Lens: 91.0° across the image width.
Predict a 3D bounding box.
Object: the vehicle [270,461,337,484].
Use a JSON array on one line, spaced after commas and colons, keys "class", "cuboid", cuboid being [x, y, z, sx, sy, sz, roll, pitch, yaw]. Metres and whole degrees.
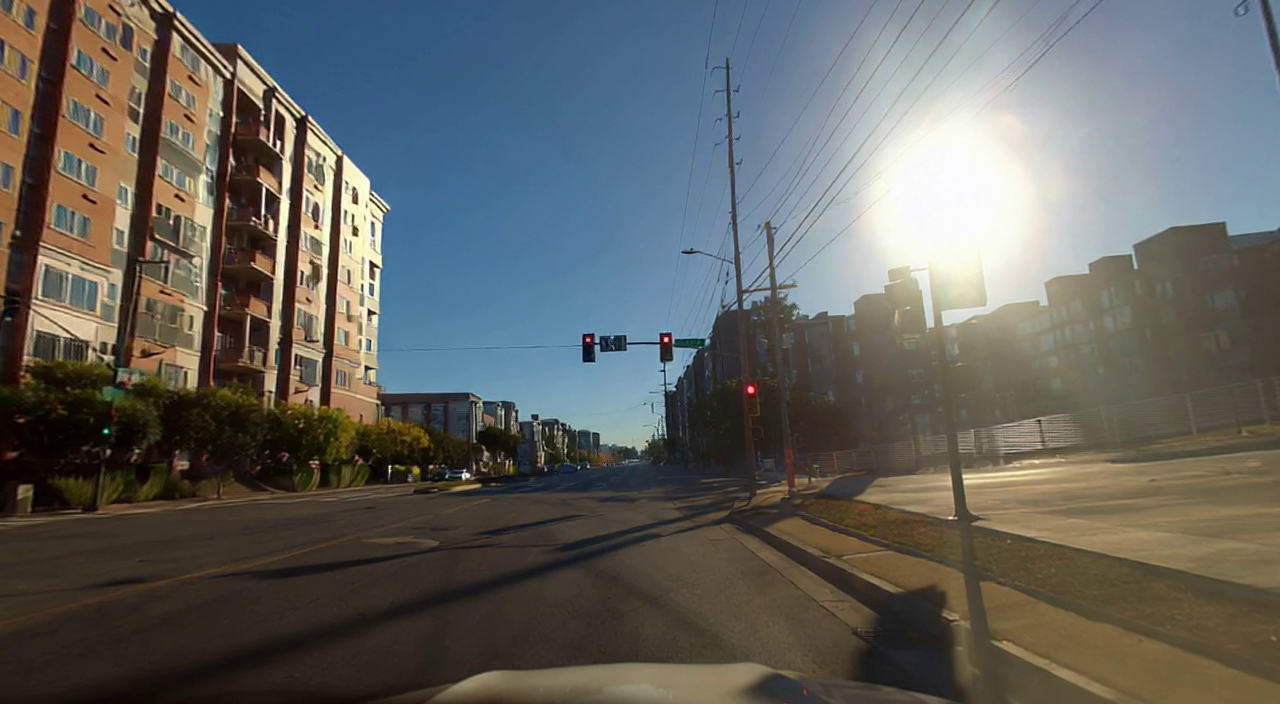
[{"class": "vehicle", "cuboid": [-24.663, 8.814, 46.280, 3.882, 1.600, 1.768, 0, -9, 2]}]
